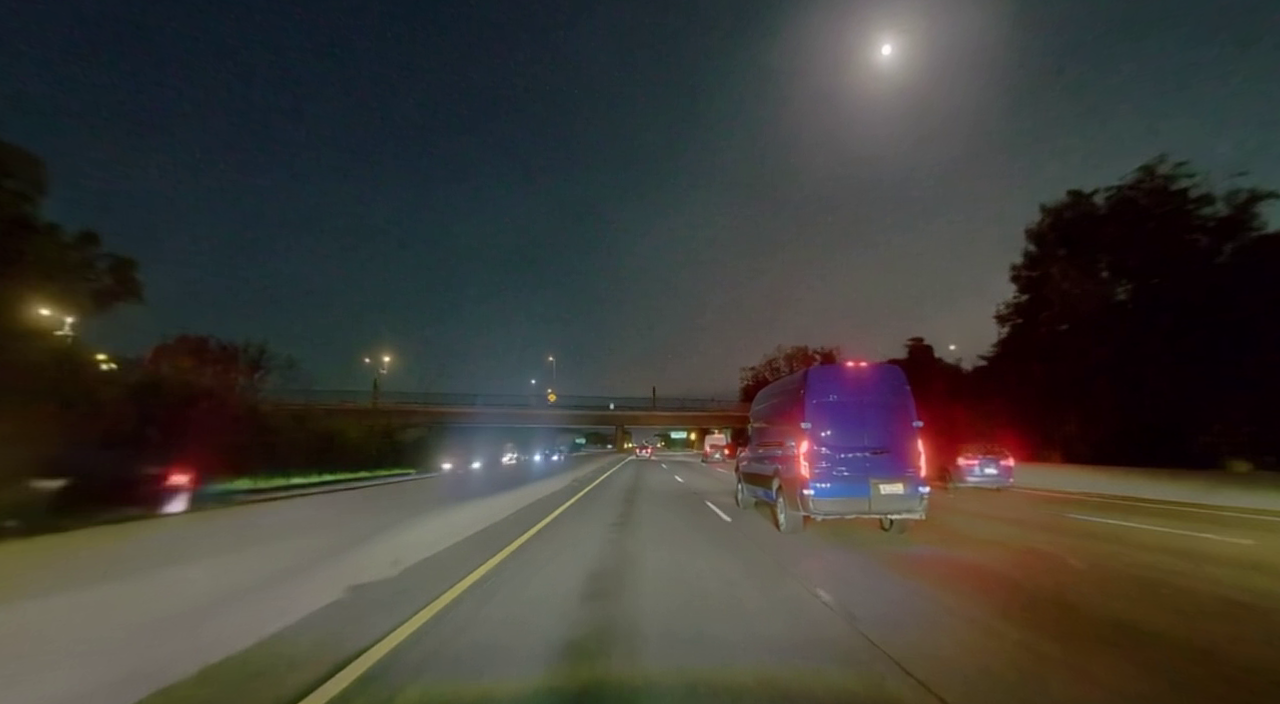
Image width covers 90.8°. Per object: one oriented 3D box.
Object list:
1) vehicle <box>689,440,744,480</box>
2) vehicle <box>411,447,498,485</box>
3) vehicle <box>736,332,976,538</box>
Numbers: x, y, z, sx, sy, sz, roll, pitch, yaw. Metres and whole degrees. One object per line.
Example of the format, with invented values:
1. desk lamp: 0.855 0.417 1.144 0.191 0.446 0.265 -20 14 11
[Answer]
1. vehicle: 3.506 5.034 29.658 2.009 1.731 4.149 0 -9 -1
2. vehicle: -7.600 4.714 26.383 2.225 1.422 4.691 0 -9 0
3. vehicle: 3.824 1.772 13.183 2.460 3.155 6.902 0 -9 -1
